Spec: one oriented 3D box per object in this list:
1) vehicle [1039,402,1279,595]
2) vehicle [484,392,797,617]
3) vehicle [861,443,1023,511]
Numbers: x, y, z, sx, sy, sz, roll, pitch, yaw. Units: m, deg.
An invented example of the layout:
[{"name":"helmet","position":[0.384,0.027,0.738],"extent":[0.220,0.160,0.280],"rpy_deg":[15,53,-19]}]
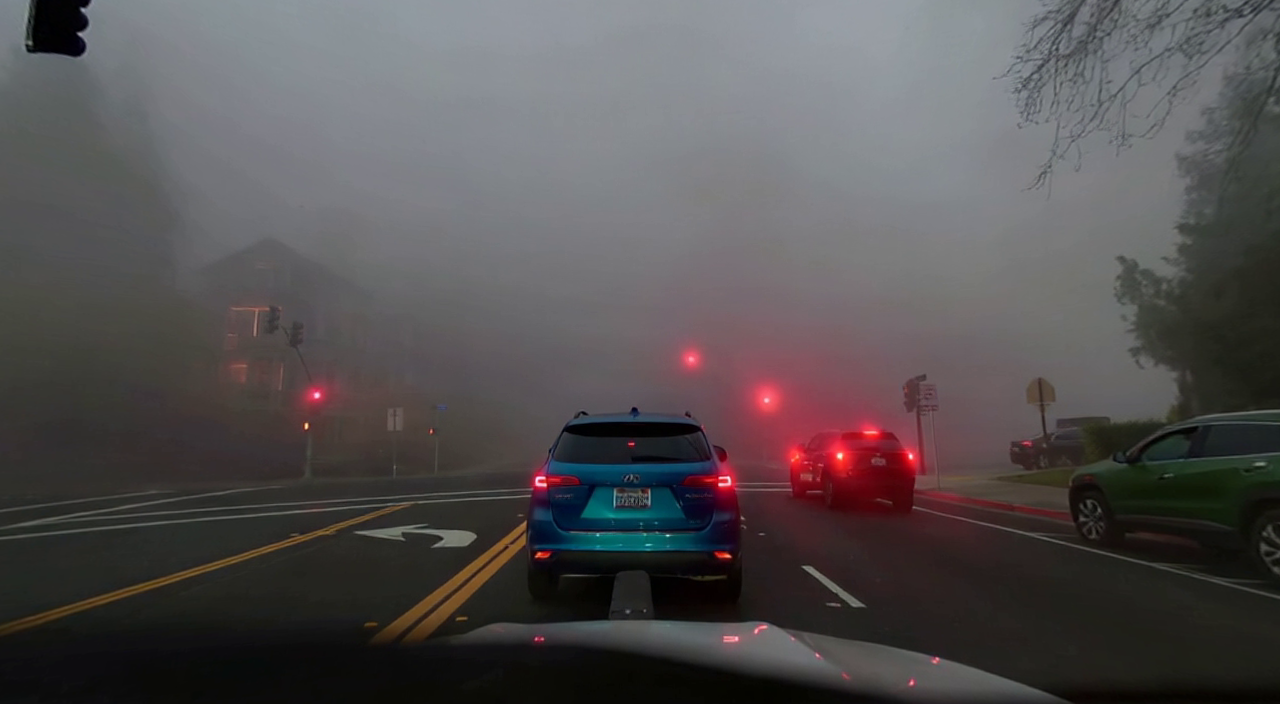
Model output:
[{"name":"vehicle","position":[7.018,1.543,7.051],"extent":[1.989,1.791,4.735],"rpy_deg":[0,-8,0]},{"name":"vehicle","position":[0.031,1.456,6.944],"extent":[2.322,1.667,4.367],"rpy_deg":[0,-8,1]},{"name":"vehicle","position":[7.280,3.010,15.815],"extent":[1.860,1.436,4.479],"rpy_deg":[0,-8,0]}]
